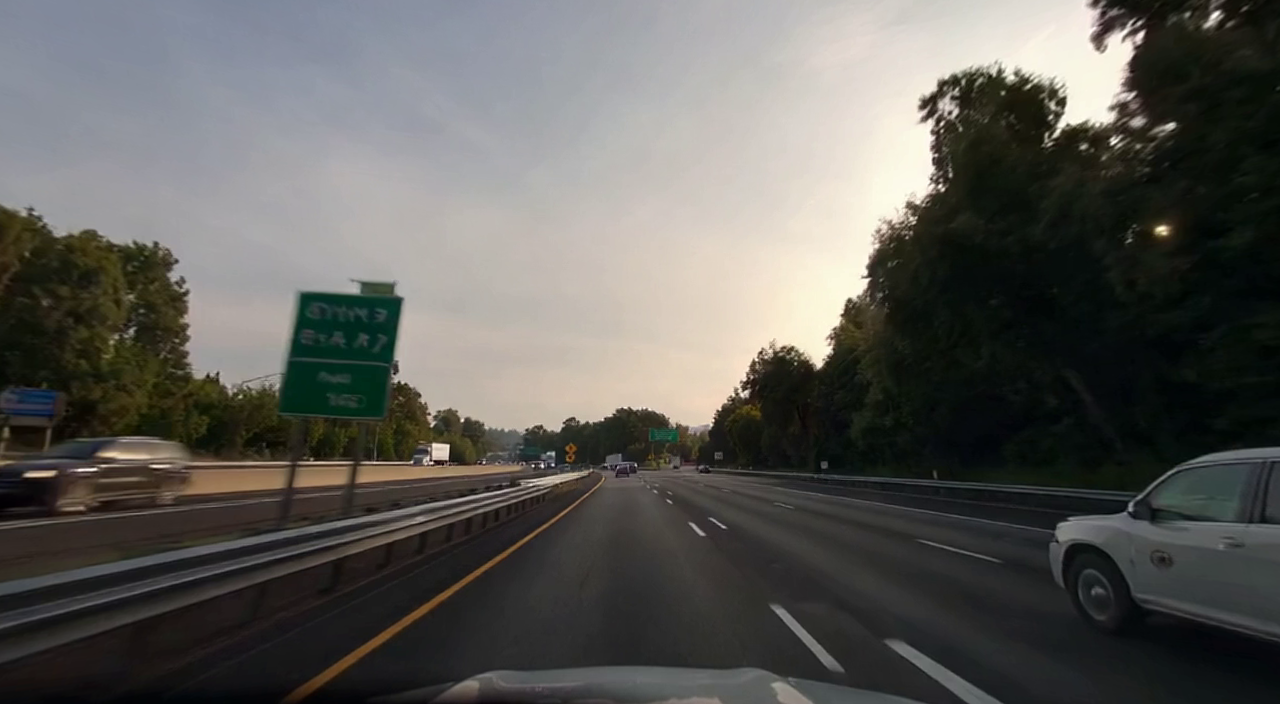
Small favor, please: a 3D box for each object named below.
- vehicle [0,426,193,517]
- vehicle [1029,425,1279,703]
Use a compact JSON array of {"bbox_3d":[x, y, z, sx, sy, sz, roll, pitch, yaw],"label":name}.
[{"bbox_3d":[-12.926,2.693,14.389,1.975,1.722,4.535,1,-10,0],"label":"vehicle"},{"bbox_3d":[4.124,1.056,2.663,1.965,1.502,4.599,1,-10,0],"label":"vehicle"}]
